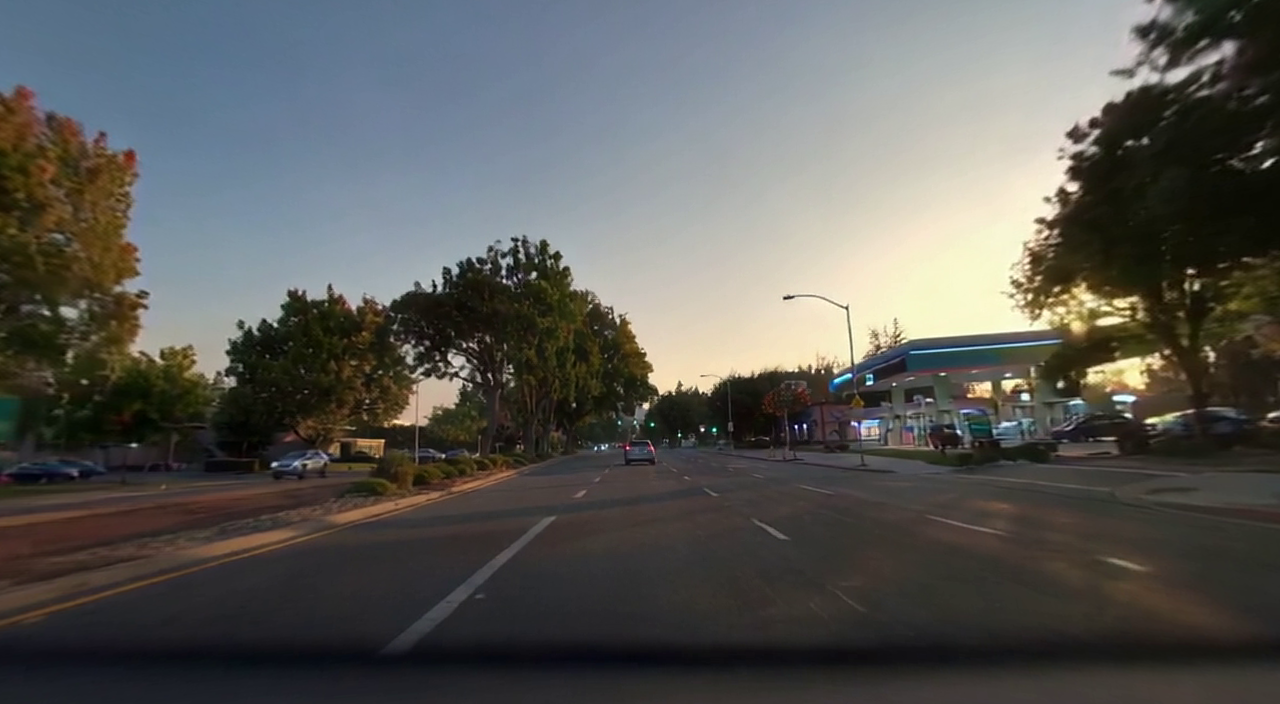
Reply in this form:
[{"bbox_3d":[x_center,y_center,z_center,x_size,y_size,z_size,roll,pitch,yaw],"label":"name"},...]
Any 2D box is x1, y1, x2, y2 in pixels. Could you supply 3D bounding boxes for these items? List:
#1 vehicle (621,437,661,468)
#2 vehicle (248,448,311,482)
[{"bbox_3d":[0.031,5.951,37.403,2.213,1.715,4.242,0,-8,-1],"label":"vehicle"},{"bbox_3d":[-19.748,6.141,34.655,1.909,1.720,4.390,2,-9,-16],"label":"vehicle"}]
